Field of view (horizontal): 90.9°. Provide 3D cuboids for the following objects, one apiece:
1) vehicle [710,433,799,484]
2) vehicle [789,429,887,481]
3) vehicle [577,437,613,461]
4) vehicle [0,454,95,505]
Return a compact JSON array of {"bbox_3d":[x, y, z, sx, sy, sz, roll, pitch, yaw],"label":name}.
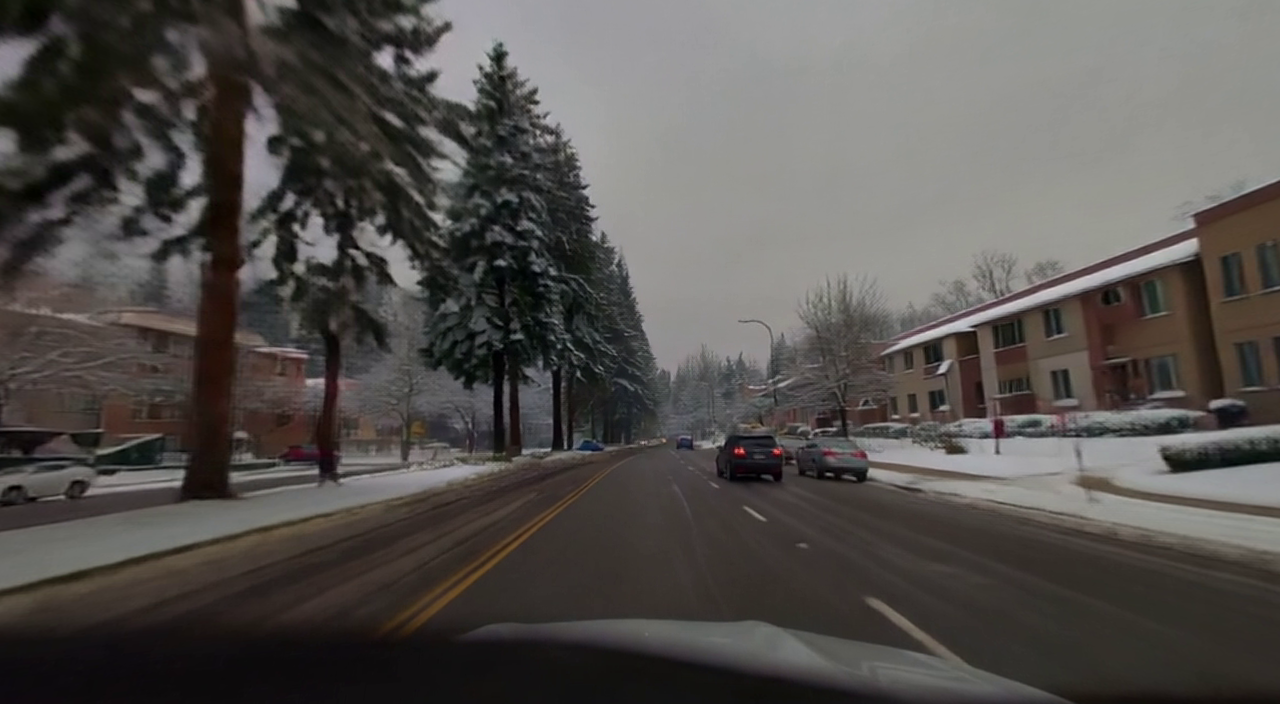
[{"bbox_3d":[3.679,3.531,21.153,2.128,1.502,4.572,0,-8,0],"label":"vehicle"},{"bbox_3d":[7.210,3.801,23.558,2.121,1.727,4.789,0,-8,0],"label":"vehicle"},{"bbox_3d":[-3.000,6.604,42.924,2.049,1.485,4.656,0,-8,1],"label":"vehicle"},{"bbox_3d":[-22.603,4.527,22.509,1.883,1.671,4.779,0,-8,1],"label":"vehicle"}]
